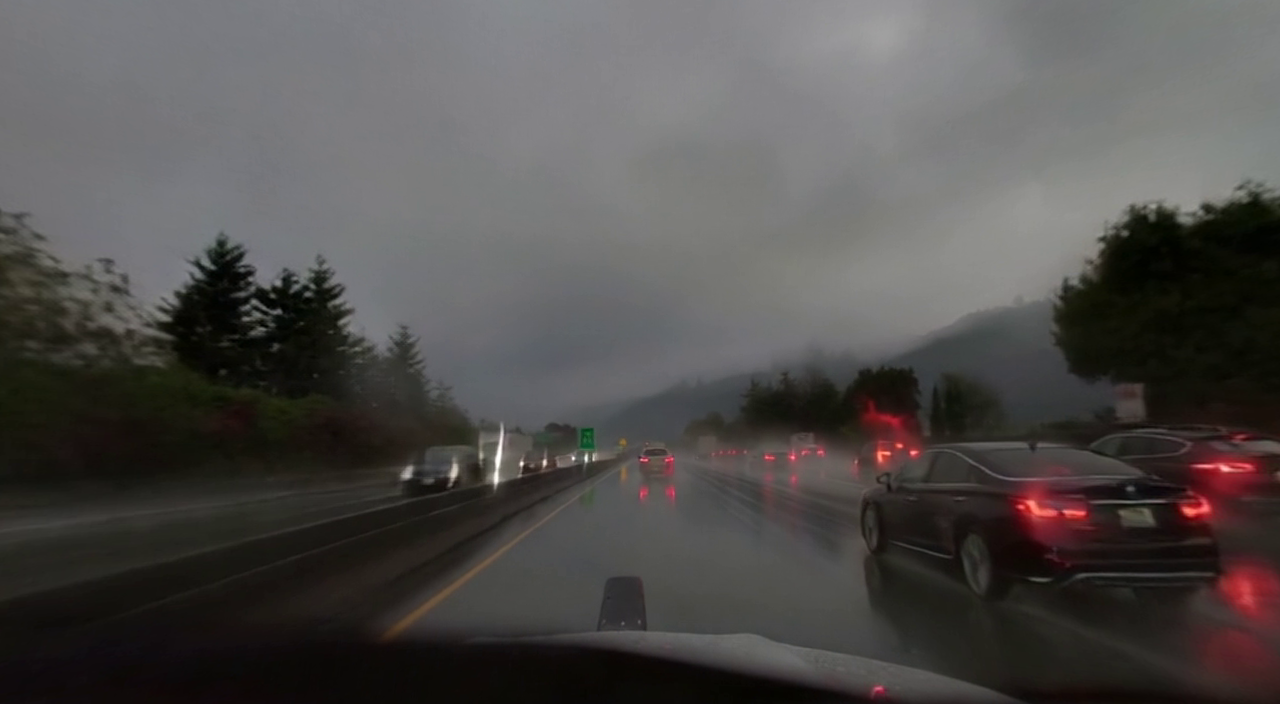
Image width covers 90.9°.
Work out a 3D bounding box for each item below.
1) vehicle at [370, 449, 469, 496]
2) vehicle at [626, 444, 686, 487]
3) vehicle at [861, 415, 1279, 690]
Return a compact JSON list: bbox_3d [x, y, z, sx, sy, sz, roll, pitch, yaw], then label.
[{"bbox_3d":[-7.798,4.287,22.806,1.922,1.501,4.532,0,-9,0],"label":"vehicle"},{"bbox_3d":[0.597,4.482,25.151,2.177,1.520,4.278,0,-9,0],"label":"vehicle"},{"bbox_3d":[3.793,1.424,5.640,2.029,1.475,4.279,0,-9,-1],"label":"vehicle"}]
